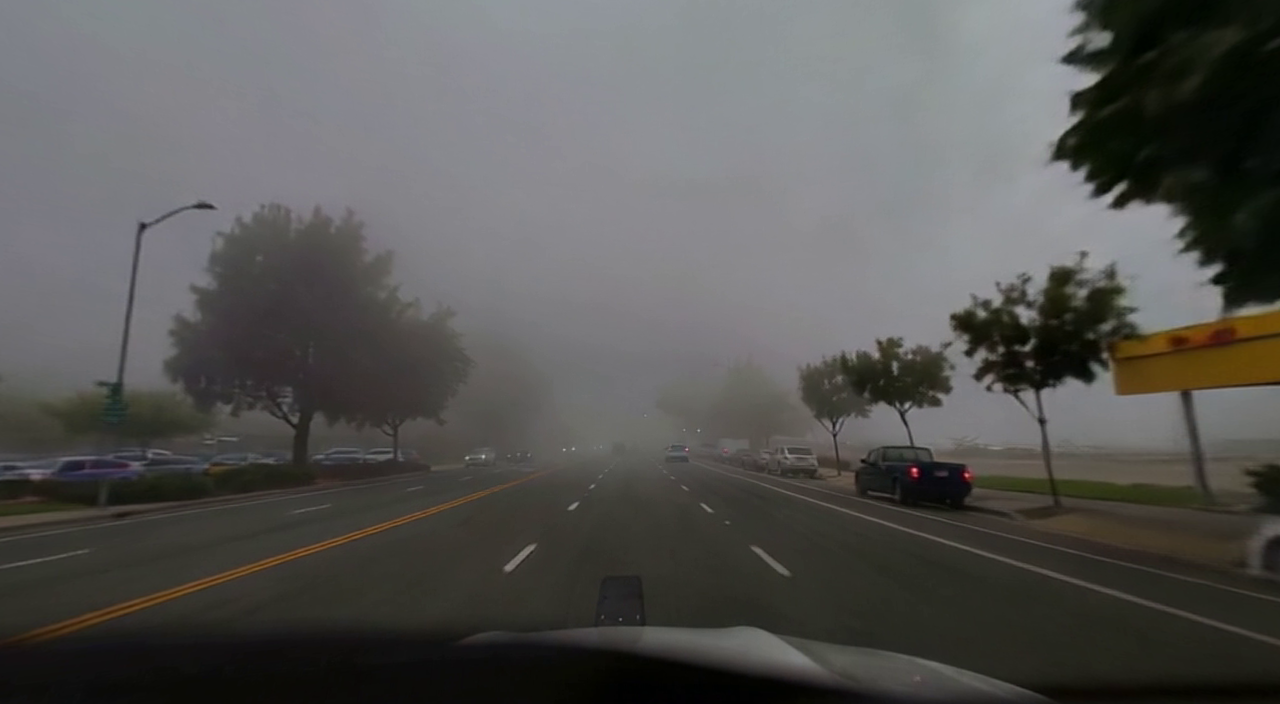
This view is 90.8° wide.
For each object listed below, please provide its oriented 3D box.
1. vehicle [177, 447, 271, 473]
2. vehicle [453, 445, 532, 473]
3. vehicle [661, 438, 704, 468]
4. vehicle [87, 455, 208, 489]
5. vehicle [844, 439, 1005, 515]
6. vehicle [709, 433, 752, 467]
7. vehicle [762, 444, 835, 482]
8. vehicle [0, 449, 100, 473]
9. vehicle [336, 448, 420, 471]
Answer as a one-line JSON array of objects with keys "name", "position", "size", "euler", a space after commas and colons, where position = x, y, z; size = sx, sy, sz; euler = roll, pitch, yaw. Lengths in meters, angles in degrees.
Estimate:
[{"name": "vehicle", "position": [-25.471, 6.613, 38.917], "size": [1.893, 1.477, 4.621], "euler": [-3, -9, 15]}, {"name": "vehicle", "position": [-9.011, 6.496, 38.555], "size": [4.700, 1.567, 2.165], "euler": [-7, -11, 37]}, {"name": "vehicle", "position": [2.710, 6.647, 41.669], "size": [2.293, 1.814, 4.589], "euler": [0, -8, -3]}, {"name": "vehicle", "position": [-23.811, 5.794, 30.770], "size": [1.768, 1.429, 4.423], "euler": [-2, -9, 13]}, {"name": "vehicle", "position": [7.157, 3.156, 16.536], "size": [1.994, 1.691, 4.472], "euler": [0, -8, -2]}, {"name": "vehicle", "position": [6.956, 7.578, 49.090], "size": [2.323, 2.433, 5.901], "euler": [0, -8, -1]}, {"name": "vehicle", "position": [7.286, 5.133, 29.647], "size": [1.951, 1.601, 5.147], "euler": [0, -8, -2]}, {"name": "vehicle", "position": [-38.830, 7.159, 41.707], "size": [1.864, 1.502, 4.432], "euler": [-2, -9, 14]}, {"name": "vehicle", "position": [-16.925, 6.949, 40.923], "size": [4.635, 1.457, 2.060], "euler": [-2, -9, 11]}]
